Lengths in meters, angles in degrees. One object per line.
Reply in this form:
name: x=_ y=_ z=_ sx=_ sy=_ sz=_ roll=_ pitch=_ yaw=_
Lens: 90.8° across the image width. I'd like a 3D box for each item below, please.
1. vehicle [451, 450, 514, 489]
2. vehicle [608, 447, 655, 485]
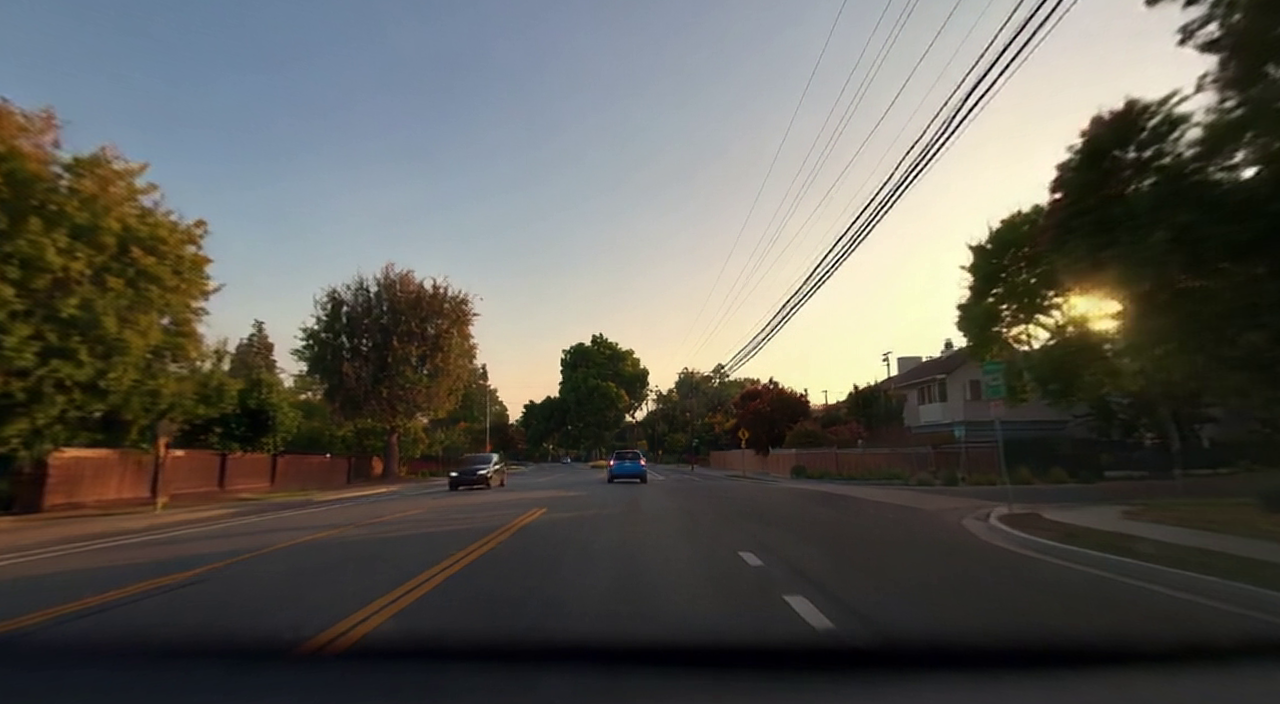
vehicle: x=-7.532 y=5.627 z=30.662 sx=2.046 sy=1.730 sz=4.310 roll=0 pitch=-8 yaw=-2
vehicle: x=-0.476 y=5.523 z=30.974 sx=2.139 sy=1.699 sz=3.916 roll=0 pitch=-8 yaw=-2
